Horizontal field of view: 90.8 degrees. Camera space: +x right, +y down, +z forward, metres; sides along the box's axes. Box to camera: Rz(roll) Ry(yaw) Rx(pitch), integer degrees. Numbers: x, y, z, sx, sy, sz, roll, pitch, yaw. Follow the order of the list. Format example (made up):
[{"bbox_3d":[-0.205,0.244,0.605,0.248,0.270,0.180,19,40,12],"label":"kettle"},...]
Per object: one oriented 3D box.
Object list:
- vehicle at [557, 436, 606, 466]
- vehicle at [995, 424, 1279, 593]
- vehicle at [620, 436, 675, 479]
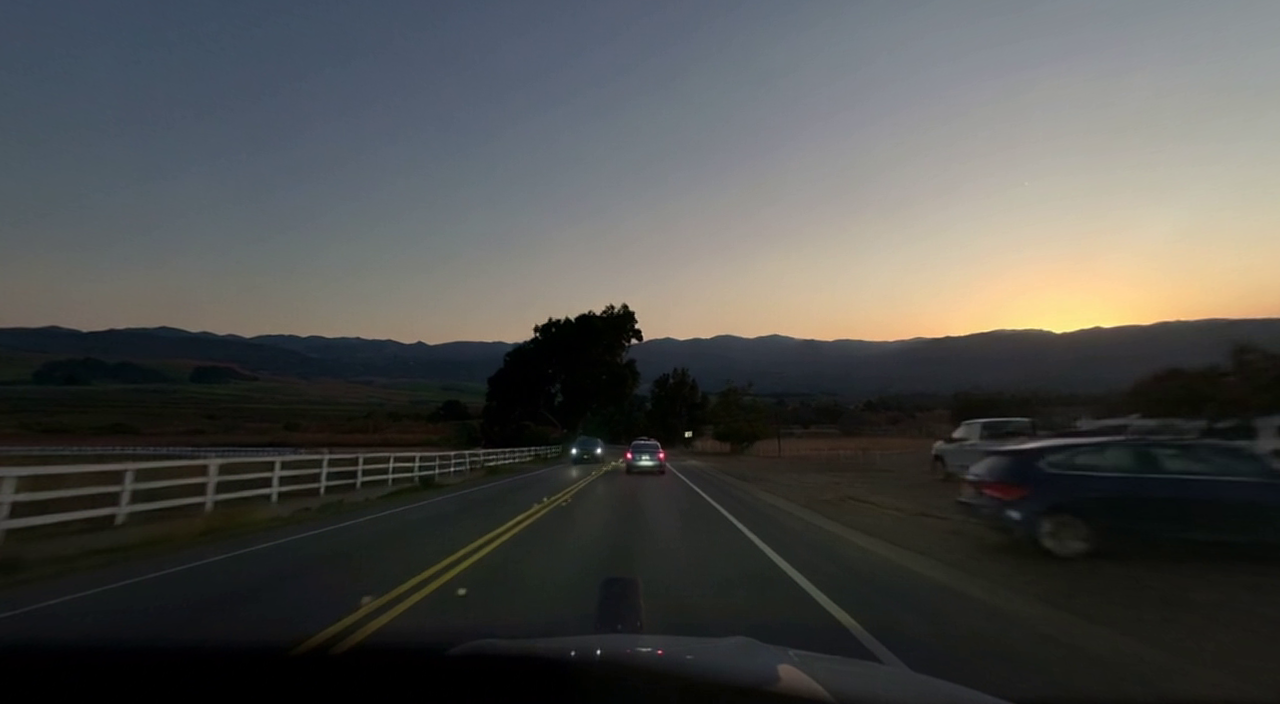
[{"bbox_3d":[-4.285,7.467,47.898,2.906,2.116,6.952,0,-8,1],"label":"vehicle"},{"bbox_3d":[6.694,1.520,6.483,4.979,1.503,2.010,-3,-9,20],"label":"vehicle"},{"bbox_3d":[0.295,4.457,26.884,2.158,1.669,4.006,0,-8,1],"label":"vehicle"}]
